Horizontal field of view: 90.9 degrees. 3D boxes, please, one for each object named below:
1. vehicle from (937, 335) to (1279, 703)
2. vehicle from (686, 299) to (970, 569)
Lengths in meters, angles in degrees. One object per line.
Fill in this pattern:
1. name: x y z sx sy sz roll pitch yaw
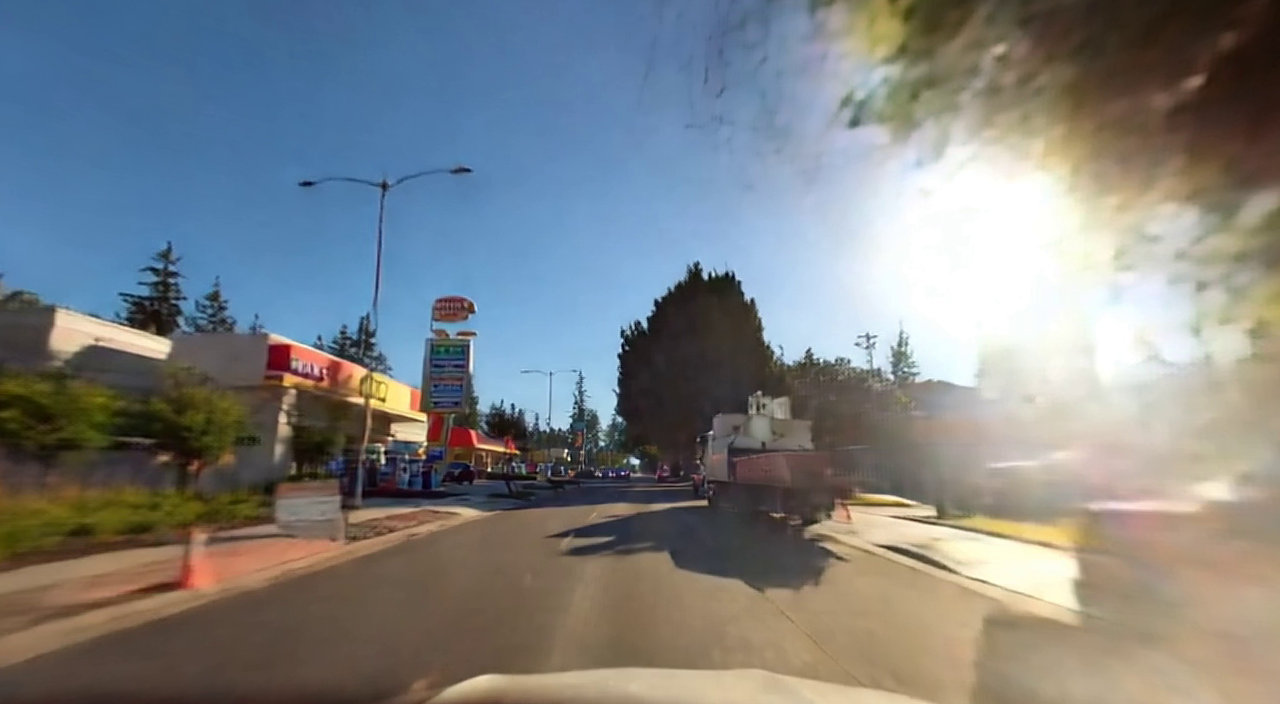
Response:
1. vehicle: 3.248 0.939 2.305 2.050 1.906 4.374 1 -10 -2
2. vehicle: 3.328 2.436 16.582 2.990 4.098 13.928 1 -10 -1
